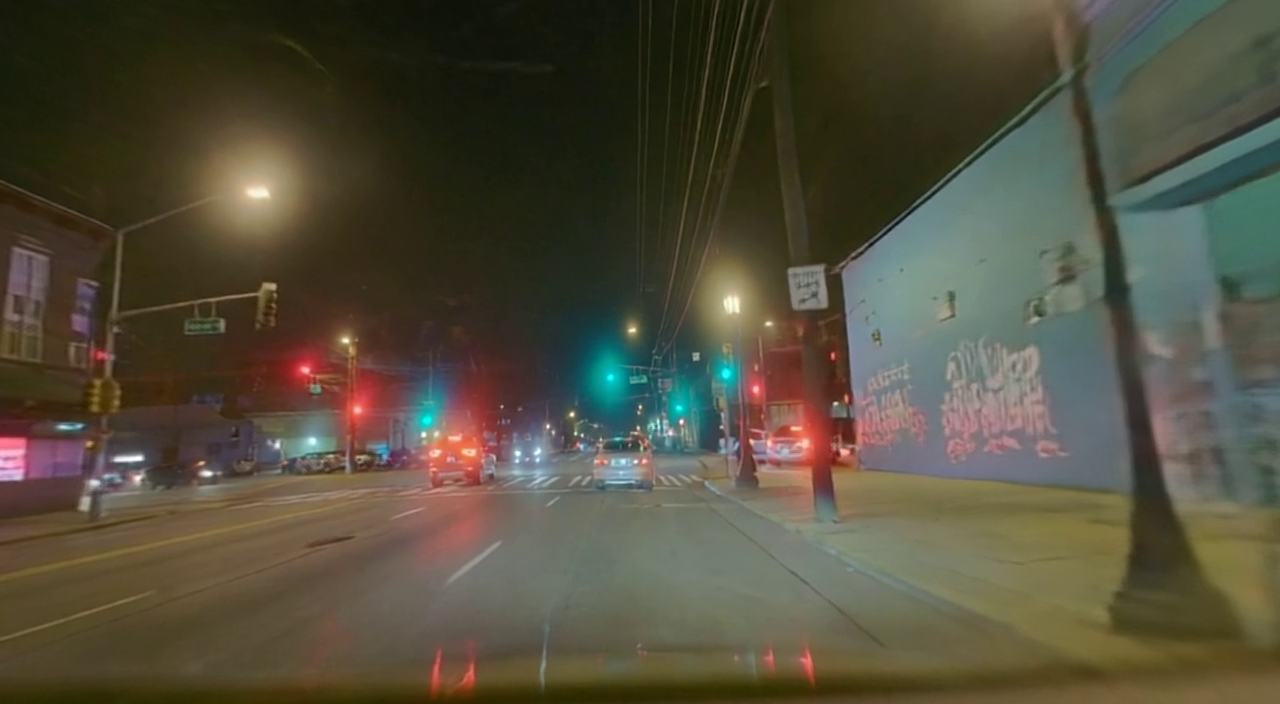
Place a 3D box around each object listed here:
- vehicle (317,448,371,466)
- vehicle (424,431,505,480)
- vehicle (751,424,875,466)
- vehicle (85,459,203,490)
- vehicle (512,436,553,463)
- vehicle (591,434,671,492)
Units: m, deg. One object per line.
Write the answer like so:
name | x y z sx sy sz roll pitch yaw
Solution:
vehicle | -23.179 8.203 49.506 3.360 1.392 1.674 0 -8 0
vehicle | -6.709 3.989 24.664 2.063 1.751 4.229 0 -8 -2
vehicle | 7.438 4.010 27.387 4.714 1.686 1.973 1 -8 -9
vehicle | -26.116 6.440 33.360 4.479 1.484 2.036 0 -8 0
vehicle | -6.147 5.557 36.125 2.097 1.457 4.439 1 -8 -10
vehicle | -0.157 3.181 18.554 2.059 1.497 4.260 0 -8 2
